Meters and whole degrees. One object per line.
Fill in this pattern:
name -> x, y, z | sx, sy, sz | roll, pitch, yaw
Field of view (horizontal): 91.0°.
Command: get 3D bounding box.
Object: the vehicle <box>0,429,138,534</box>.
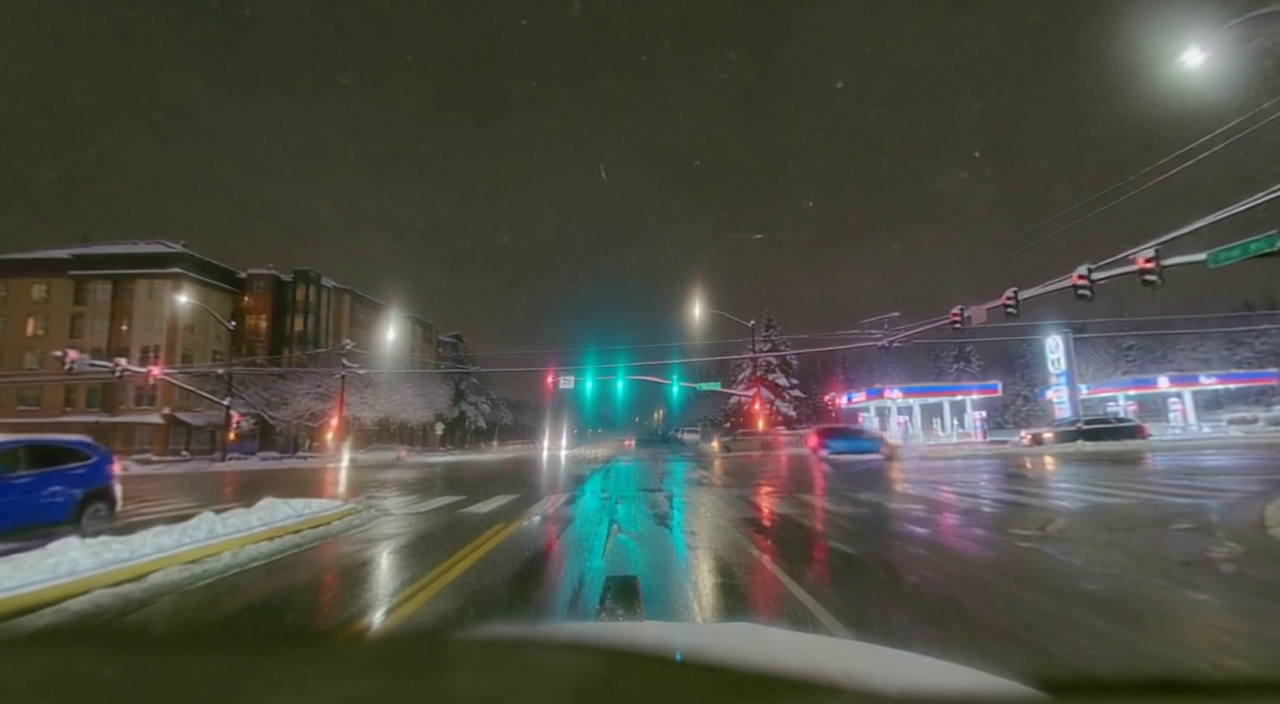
vehicle -> -9.867, 1.795, 8.686 | 1.899, 1.460, 4.880 | 0, -8, -1

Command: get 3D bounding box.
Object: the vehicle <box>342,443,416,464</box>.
vehicle -> -19.495, 7.575, 47.113 | 4.737, 1.479, 1.831 | -1, -8, 4

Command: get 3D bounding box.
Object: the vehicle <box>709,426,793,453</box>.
vehicle -> 7.991, 6.361, 45.876 | 5.789, 1.893, 2.169 | -1, -8, 4

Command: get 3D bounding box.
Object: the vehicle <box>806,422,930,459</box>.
vehicle -> 10.107, 3.978, 28.182 | 4.775, 1.466, 1.850 | -2, -8, 4

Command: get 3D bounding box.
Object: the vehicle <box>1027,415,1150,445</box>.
vehicle -> 22.805, 4.004, 32.128 | 4.696, 1.483, 1.898 | -1, -8, 3
